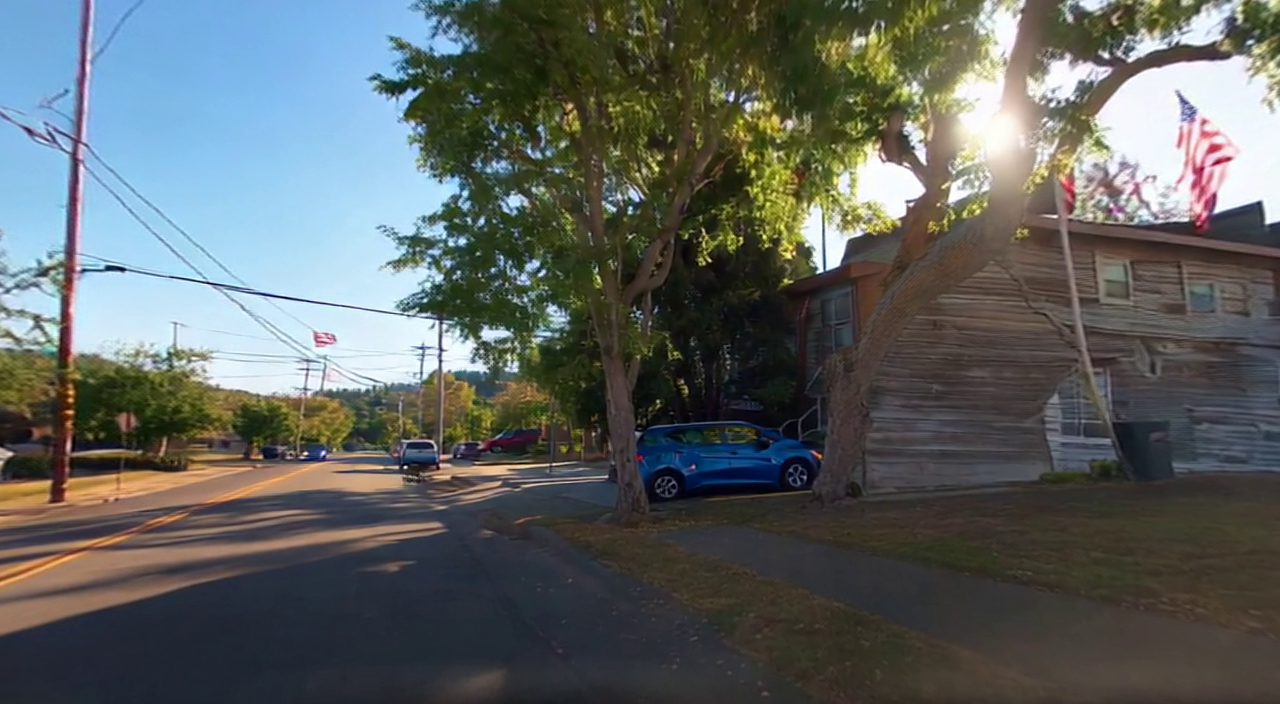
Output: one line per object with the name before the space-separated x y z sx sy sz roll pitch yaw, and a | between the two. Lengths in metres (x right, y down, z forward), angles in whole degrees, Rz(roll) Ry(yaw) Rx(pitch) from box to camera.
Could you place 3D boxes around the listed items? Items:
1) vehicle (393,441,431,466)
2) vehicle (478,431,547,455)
vehicle | -14.288 6.325 39.441 1.941 1.460 4.206 3 -9 -22
vehicle | -9.522 6.800 47.305 4.767 1.735 1.920 3 -9 -22
